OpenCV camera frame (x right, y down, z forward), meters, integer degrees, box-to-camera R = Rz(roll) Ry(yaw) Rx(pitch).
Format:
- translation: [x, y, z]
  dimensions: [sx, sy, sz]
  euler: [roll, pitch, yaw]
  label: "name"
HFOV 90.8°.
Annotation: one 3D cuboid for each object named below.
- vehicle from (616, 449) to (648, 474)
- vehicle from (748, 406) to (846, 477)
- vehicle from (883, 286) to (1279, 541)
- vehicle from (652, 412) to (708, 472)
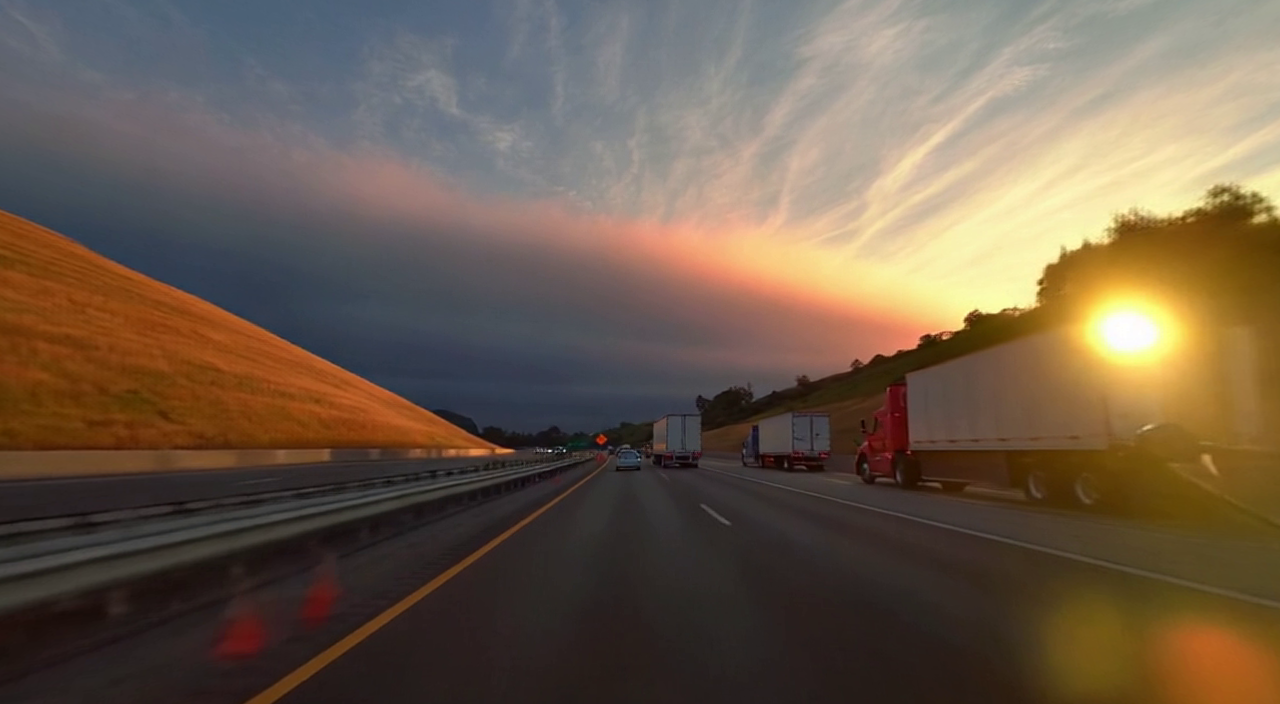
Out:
- translation: [-0.532, 6.811, 39.384]
  dimensions: [1.927, 1.437, 3.794]
  euler: [0, -9, -2]
  label: "vehicle"
- translation: [10.457, 6.355, 44.163]
  dimensions: [2.854, 4.112, 14.088]
  euler: [0, -9, -2]
  label: "vehicle"
- translation: [10.579, 2.015, 17.041]
  dimensions: [2.830, 4.100, 13.915]
  euler: [0, -9, 2]
  label: "vehicle"
- translation: [2.759, 7.149, 49.457]
  dimensions: [2.986, 3.916, 15.375]
  euler: [0, -9, -2]
  label: "vehicle"
